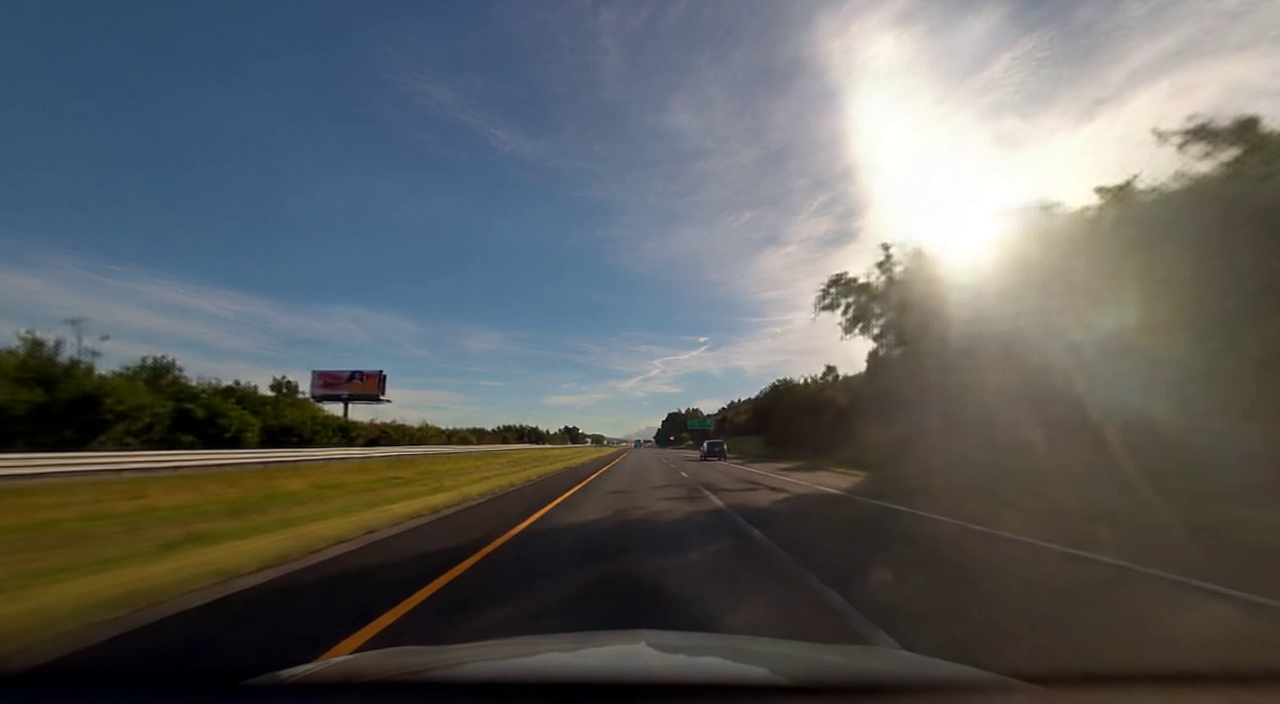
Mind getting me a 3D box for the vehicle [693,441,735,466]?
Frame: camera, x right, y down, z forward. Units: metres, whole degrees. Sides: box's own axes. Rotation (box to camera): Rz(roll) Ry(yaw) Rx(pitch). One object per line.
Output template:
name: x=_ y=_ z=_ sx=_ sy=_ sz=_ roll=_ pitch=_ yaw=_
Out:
vehicle: x=4.572 y=6.331 z=39.552 sx=2.012 sy=1.476 sz=4.256 roll=0 pitch=-9 yaw=-2
